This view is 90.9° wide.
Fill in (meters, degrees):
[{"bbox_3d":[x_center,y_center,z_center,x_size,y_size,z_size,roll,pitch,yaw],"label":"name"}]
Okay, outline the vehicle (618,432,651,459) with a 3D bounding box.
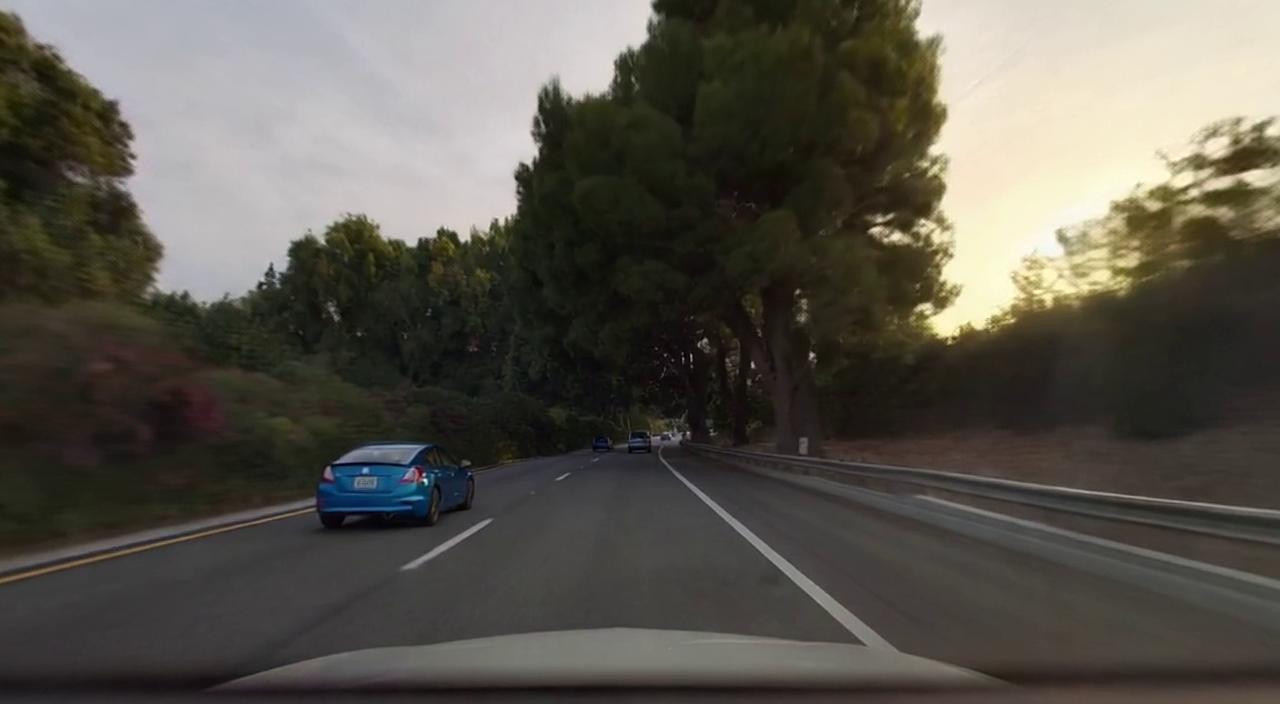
[{"bbox_3d":[-0.398,6.047,40.853,2.041,1.618,3.898,0,-8,-1],"label":"vehicle"}]
